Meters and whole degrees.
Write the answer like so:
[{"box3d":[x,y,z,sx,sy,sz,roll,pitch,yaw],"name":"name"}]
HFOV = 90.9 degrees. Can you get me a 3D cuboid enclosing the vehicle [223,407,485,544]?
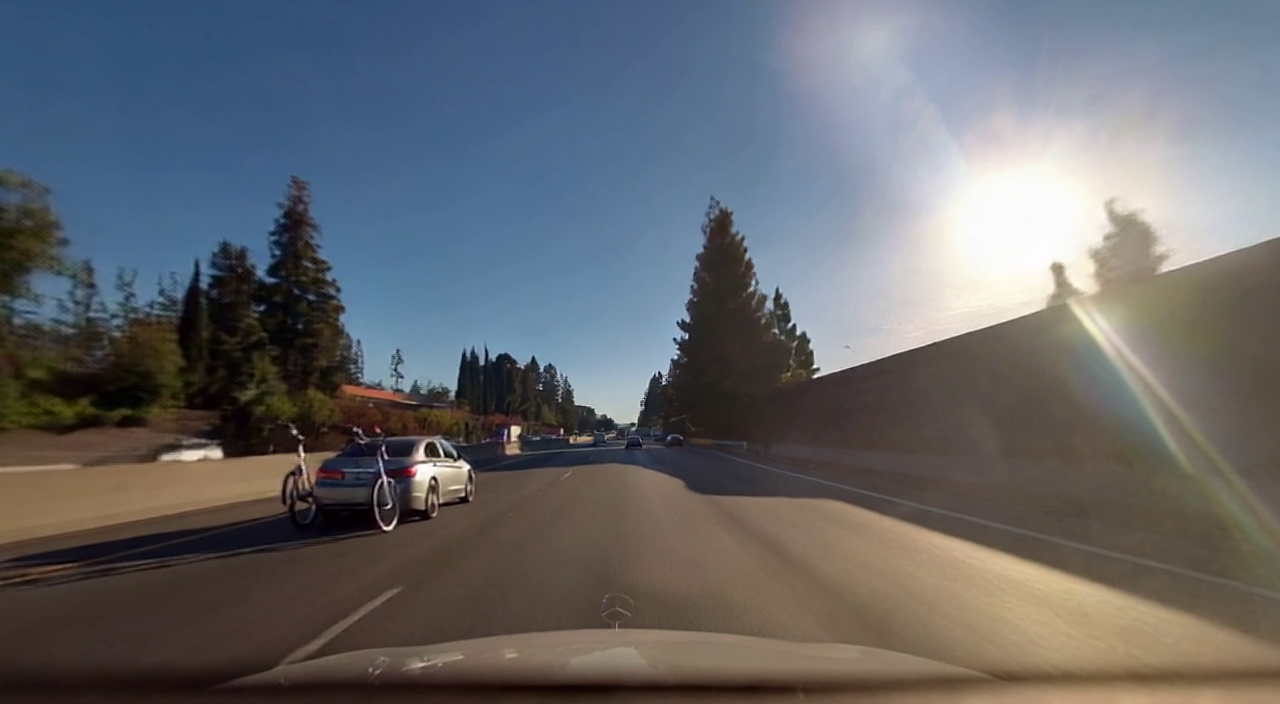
[{"box3d":[-4.004,1.790,9.880,2.064,1.647,4.381,0,-8,0],"name":"vehicle"}]
